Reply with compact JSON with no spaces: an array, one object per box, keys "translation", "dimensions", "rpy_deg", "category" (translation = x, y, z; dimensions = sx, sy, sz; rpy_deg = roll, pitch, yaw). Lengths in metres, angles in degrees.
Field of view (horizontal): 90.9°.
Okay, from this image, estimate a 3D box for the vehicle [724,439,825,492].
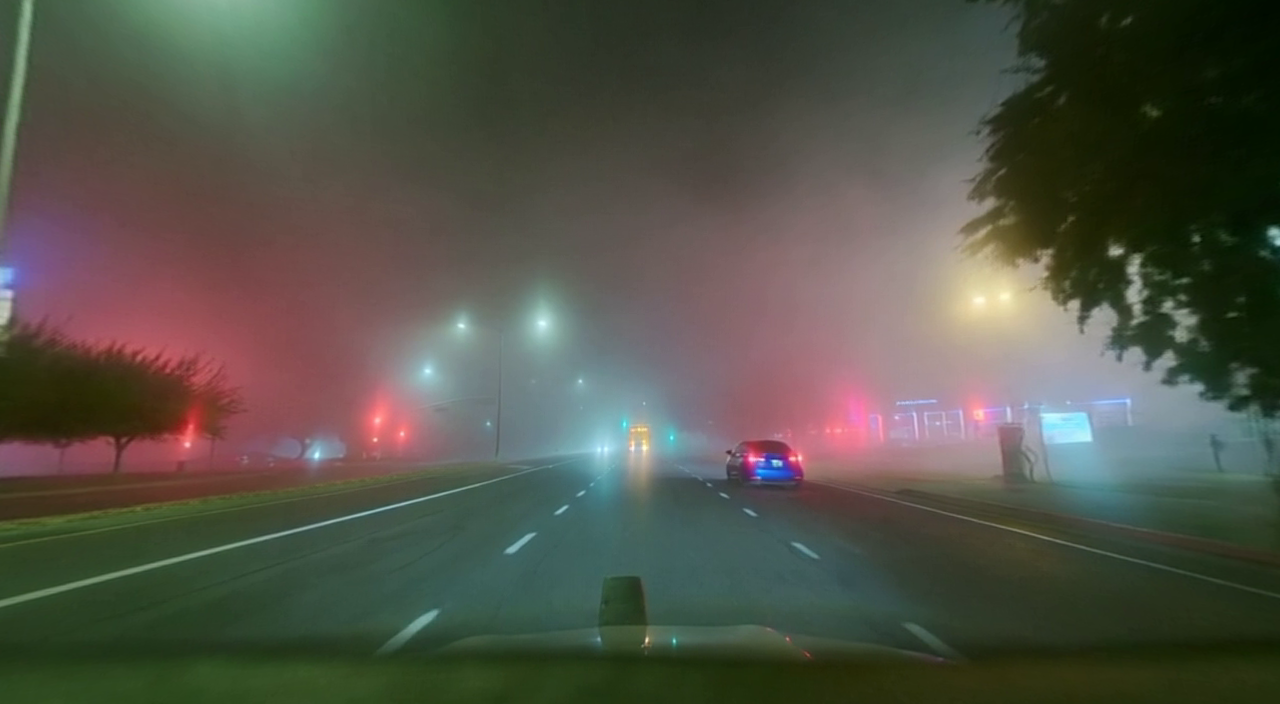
[{"translation":[4.005,3.461,19.682],"dimensions":[2.005,1.442,4.675],"rpy_deg":[0,-8,-1],"category":"vehicle"}]
